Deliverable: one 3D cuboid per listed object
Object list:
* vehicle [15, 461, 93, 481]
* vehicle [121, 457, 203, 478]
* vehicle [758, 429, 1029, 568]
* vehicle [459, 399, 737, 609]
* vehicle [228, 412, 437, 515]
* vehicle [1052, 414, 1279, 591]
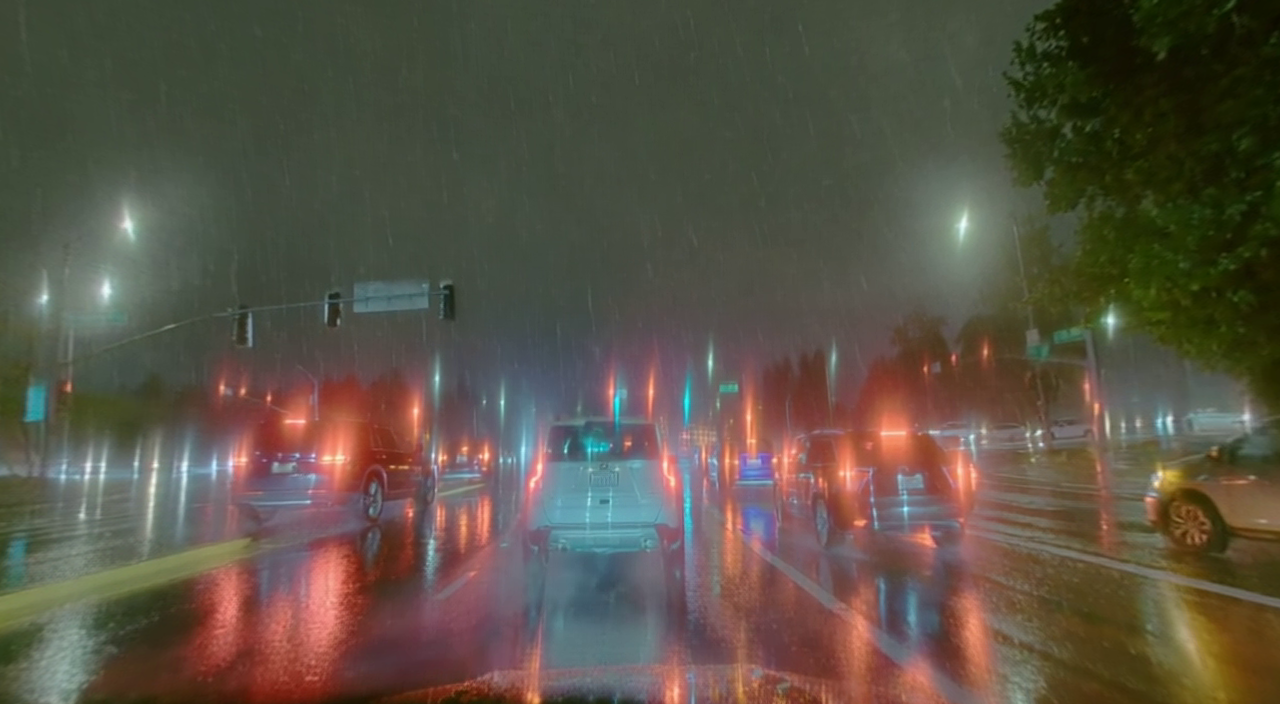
[{"bbox_3d":[-45.688,9.264,49.000,4.232,1.498,1.791,0,-8,1],"label":"vehicle"},{"bbox_3d":[-37.306,9.011,49.067,4.914,1.487,1.850,0,-8,1],"label":"vehicle"},{"bbox_3d":[3.154,1.908,9.043,1.971,1.473,4.495,0,-8,-1],"label":"vehicle"},{"bbox_3d":[-0.309,1.534,7.210,2.256,1.694,4.055,0,-8,1],"label":"vehicle"},{"bbox_3d":[-6.714,2.503,14.585,2.214,1.953,5.017,0,-8,1],"label":"vehicle"},{"bbox_3d":[6.570,1.444,6.325,1.941,1.532,4.152,0,-8,-1],"label":"vehicle"}]
